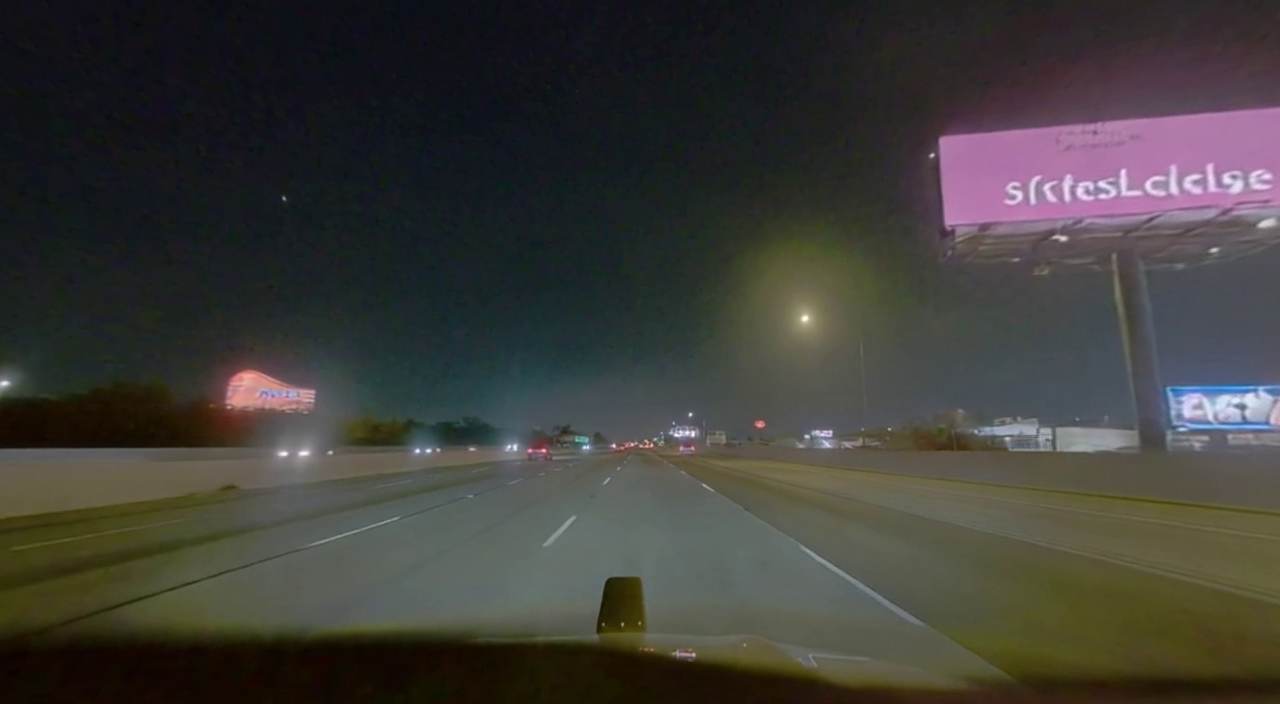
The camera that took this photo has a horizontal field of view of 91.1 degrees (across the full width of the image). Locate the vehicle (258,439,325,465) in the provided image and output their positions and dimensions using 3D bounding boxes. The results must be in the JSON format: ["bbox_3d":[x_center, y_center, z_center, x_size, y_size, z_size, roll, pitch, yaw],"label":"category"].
[{"bbox_3d":[-25.323,7.301,45.815,2.080,1.769,4.677,0,-9,1],"label":"vehicle"}]
